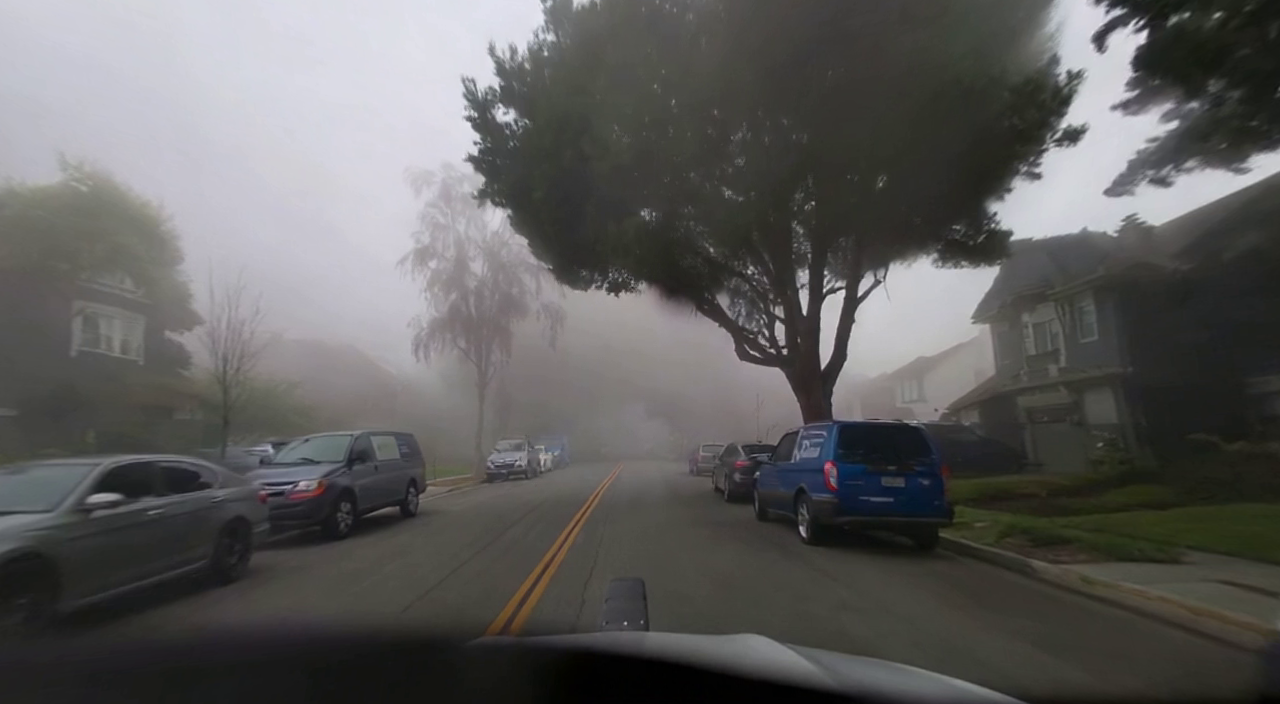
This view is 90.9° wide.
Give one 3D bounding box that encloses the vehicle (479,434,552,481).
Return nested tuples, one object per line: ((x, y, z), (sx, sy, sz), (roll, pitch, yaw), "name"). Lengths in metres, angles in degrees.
((-5.247, 4.497, 27.223), (2.090, 1.855, 4.494), (0, -8, 2), "vehicle")

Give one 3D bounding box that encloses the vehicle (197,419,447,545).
((-5.377, 2.242, 11.623), (2.163, 1.818, 4.697), (0, -8, 0), "vehicle")

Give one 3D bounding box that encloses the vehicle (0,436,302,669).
((-5.411, 1.566, 5.692), (2.134, 1.569, 4.628), (0, -8, 0), "vehicle")

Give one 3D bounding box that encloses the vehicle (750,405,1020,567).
((3.240, 1.891, 9.759), (2.059, 1.824, 5.045), (0, -8, -1), "vehicle")
